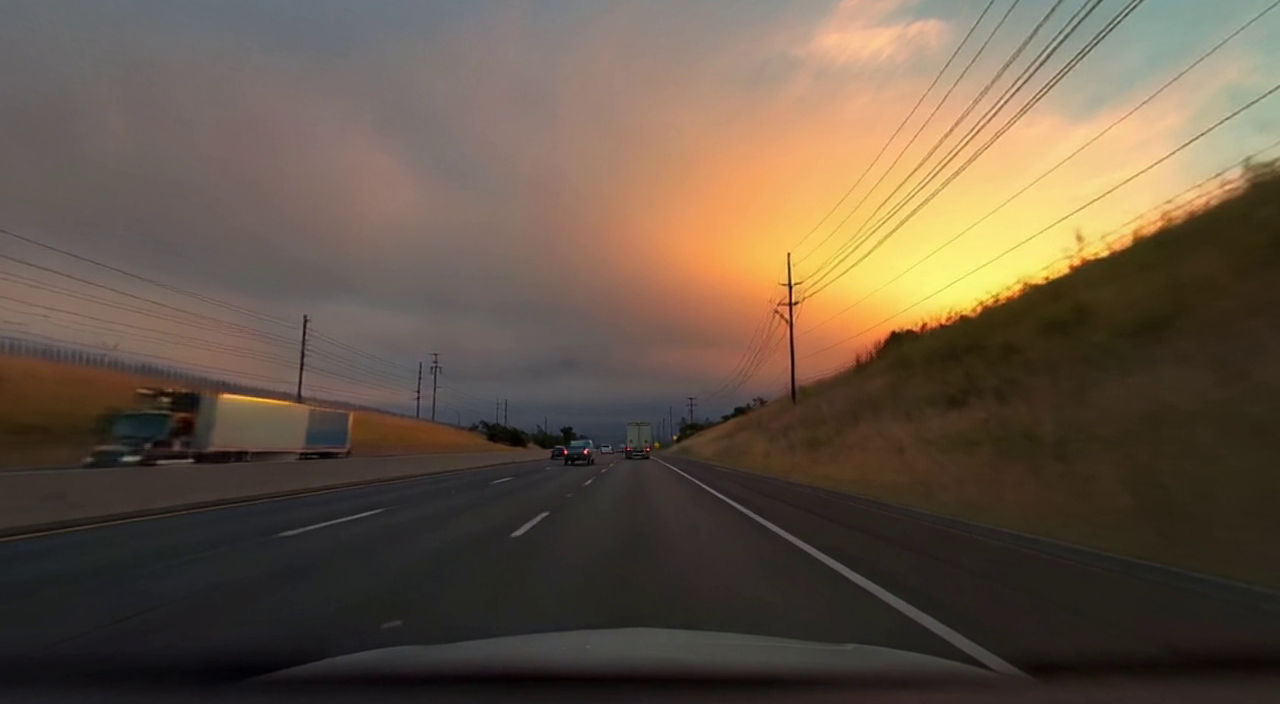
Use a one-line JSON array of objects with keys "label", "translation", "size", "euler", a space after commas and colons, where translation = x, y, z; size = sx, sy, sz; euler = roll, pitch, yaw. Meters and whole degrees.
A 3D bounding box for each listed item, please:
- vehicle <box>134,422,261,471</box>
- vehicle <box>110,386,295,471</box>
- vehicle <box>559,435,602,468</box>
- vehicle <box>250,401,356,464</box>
[{"label": "vehicle", "translation": [-18.821, 4.075, 27.171], "size": [2.089, 1.933, 4.657], "euler": [0, -9, 0]}, {"label": "vehicle", "translation": [-23.316, 4.376, 34.747], "size": [2.859, 3.985, 10.141], "euler": [0, -9, 0]}, {"label": "vehicle", "translation": [-3.666, 6.270, 39.884], "size": [2.207, 1.949, 4.911], "euler": [0, -9, 1]}, {"label": "vehicle", "translation": [-23.449, 5.789, 44.544], "size": [2.837, 3.999, 8.063], "euler": [0, -9, 0]}]
